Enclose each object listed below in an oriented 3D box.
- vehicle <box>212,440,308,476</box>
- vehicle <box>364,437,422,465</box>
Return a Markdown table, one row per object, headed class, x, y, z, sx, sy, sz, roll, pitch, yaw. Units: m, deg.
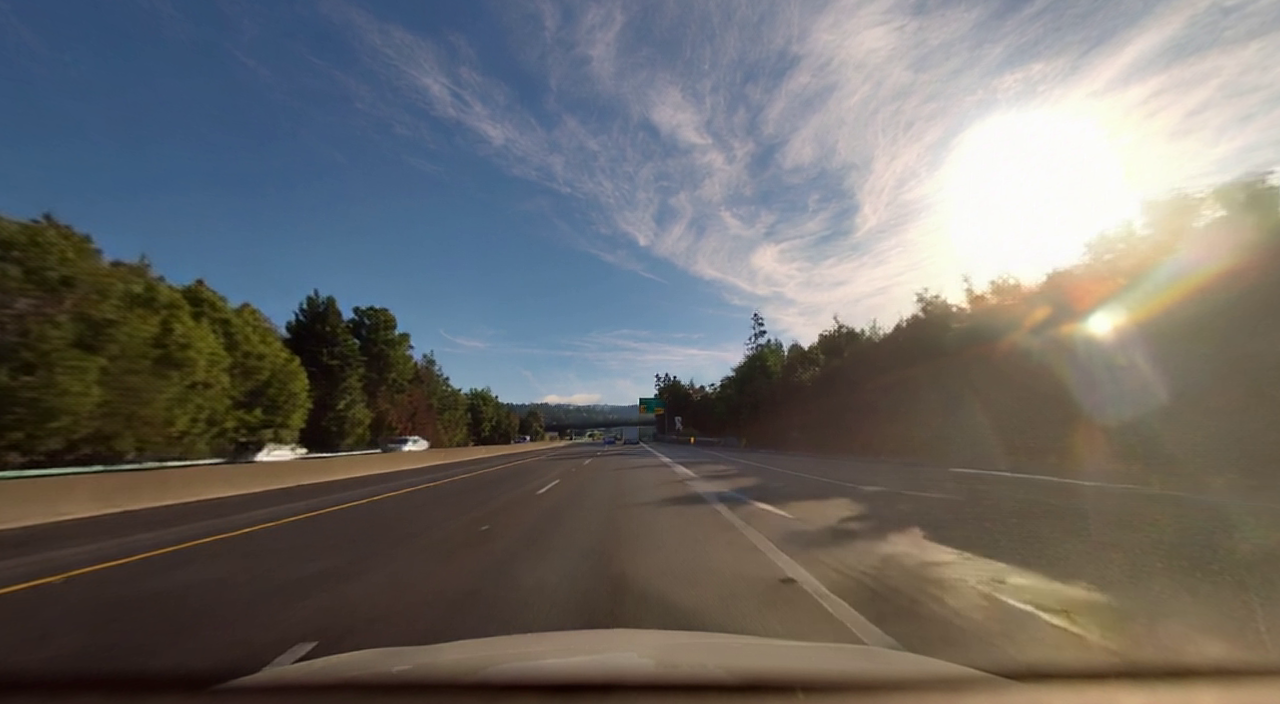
| class | x | y | z | sx | sy | sz | roll | pitch | yaw |
| --- | --- | --- | --- | --- | --- | --- | --- | --- | --- |
| vehicle | -17.406 | 4.848 | 29.145 | 1.837 | 1.446 | 4.254 | 0 | -7 | -1 |
| vehicle | -13.608 | 5.435 | 34.925 | 1.792 | 1.428 | 3.550 | 0 | -7 | -1 |
